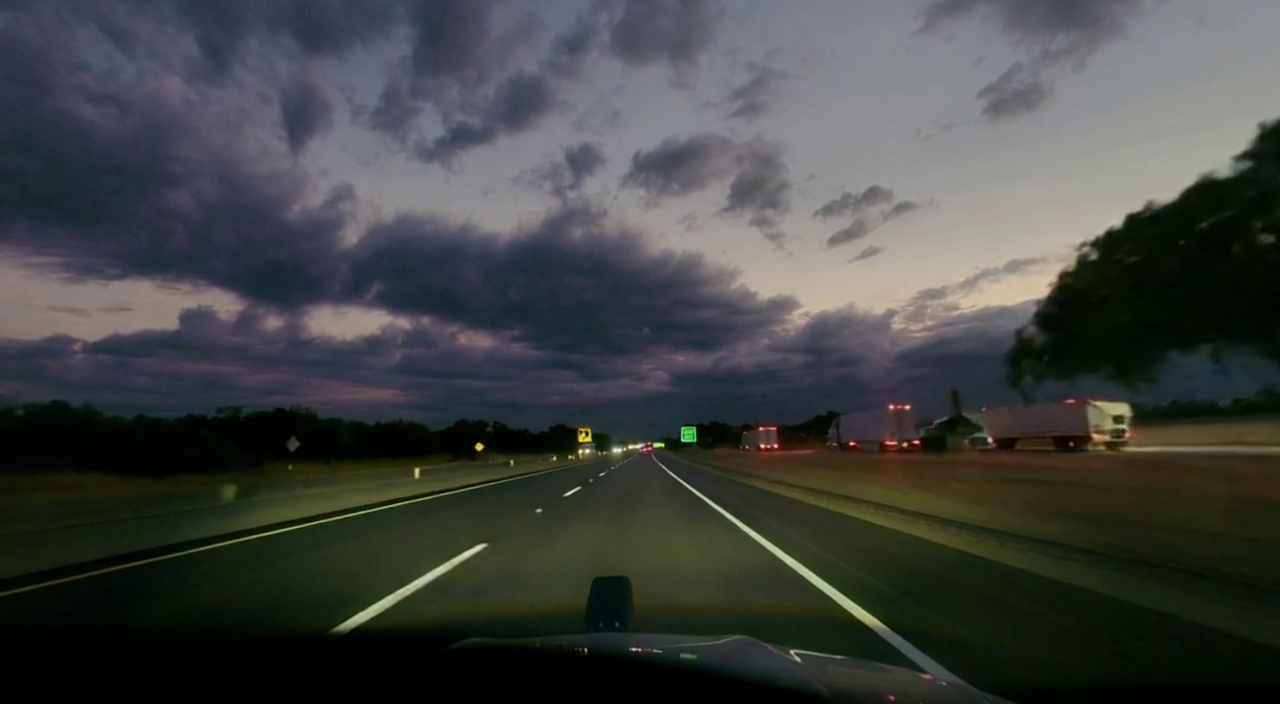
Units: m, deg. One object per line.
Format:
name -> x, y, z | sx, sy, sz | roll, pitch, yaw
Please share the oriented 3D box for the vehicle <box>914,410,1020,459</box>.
vehicle -> 20.786, 5.420, 40.683 | 2.558, 2.886, 7.552 | 0, -9, -2
